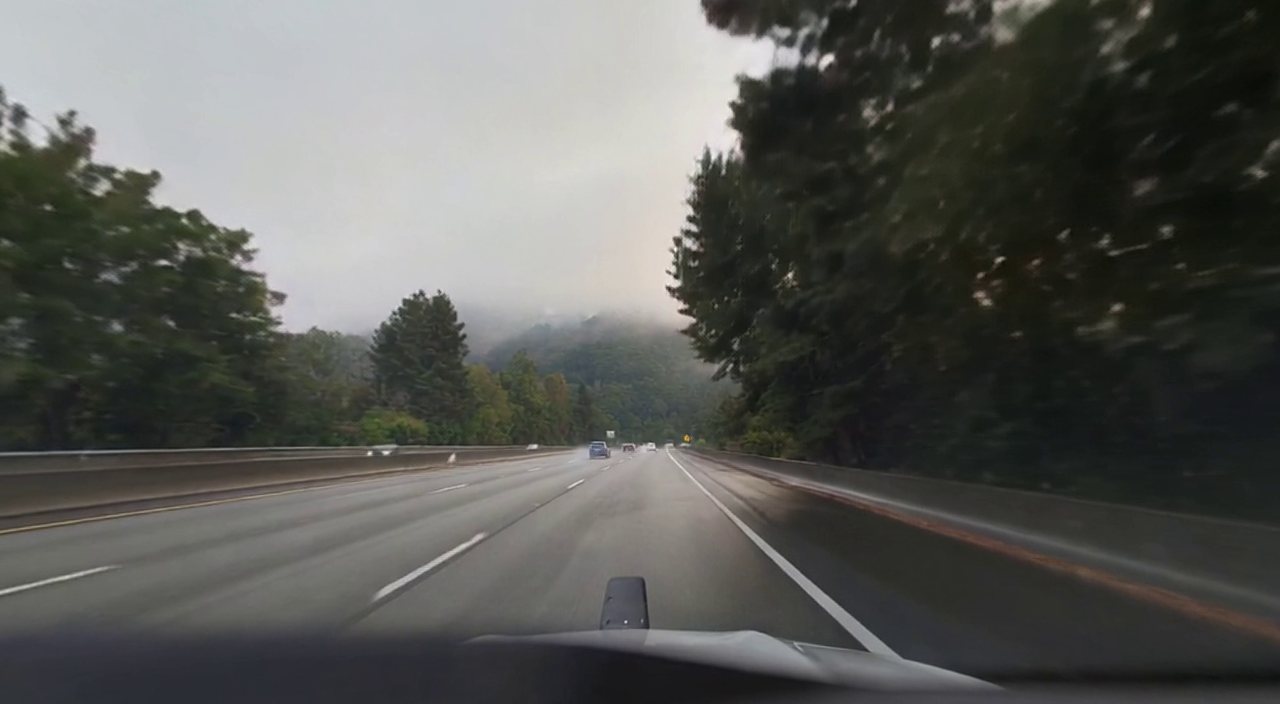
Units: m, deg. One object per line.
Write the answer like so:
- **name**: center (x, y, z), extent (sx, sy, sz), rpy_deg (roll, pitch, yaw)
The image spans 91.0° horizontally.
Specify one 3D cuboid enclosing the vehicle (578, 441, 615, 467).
- **vehicle**: center (-2.701, 6.492, 40.157), extent (2.015, 1.561, 4.469), rpy_deg (0, -8, 0)
